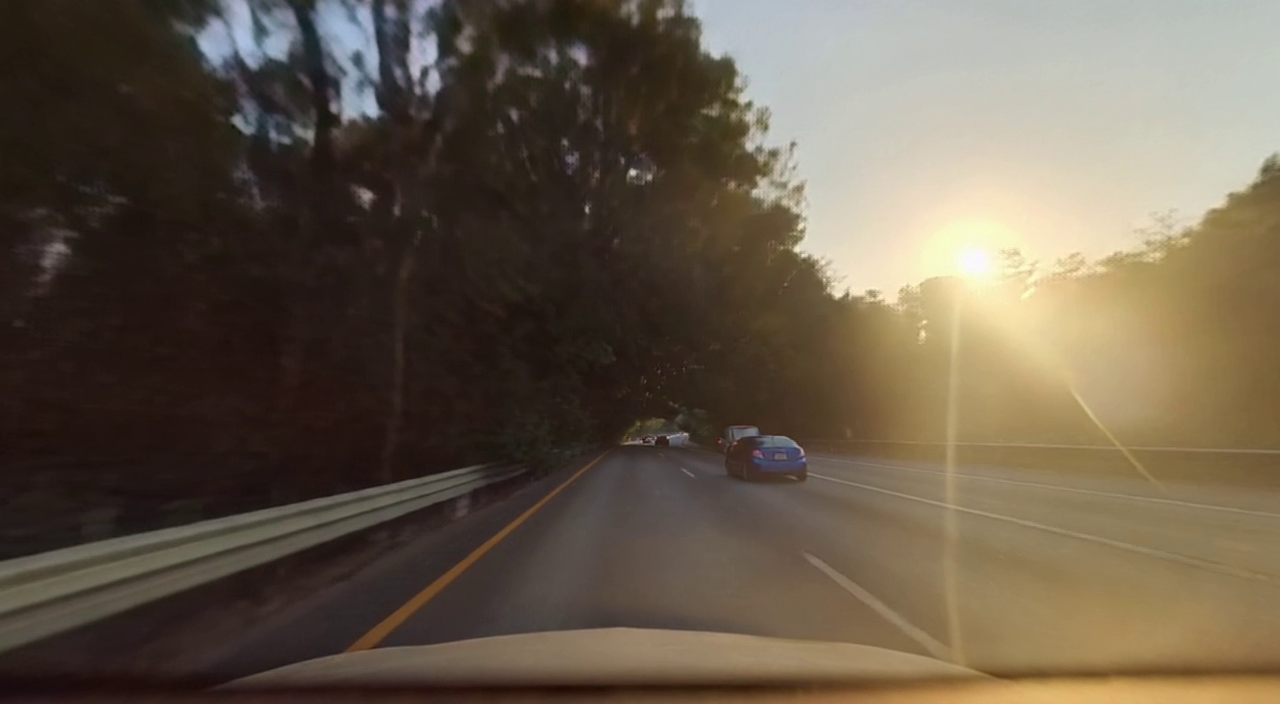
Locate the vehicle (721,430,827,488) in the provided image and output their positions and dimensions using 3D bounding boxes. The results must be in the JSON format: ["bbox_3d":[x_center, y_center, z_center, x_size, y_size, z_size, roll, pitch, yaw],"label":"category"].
[{"bbox_3d":[3.791,3.107,18.694,2.017,1.502,4.369,0,-8,-2],"label":"vehicle"}]
